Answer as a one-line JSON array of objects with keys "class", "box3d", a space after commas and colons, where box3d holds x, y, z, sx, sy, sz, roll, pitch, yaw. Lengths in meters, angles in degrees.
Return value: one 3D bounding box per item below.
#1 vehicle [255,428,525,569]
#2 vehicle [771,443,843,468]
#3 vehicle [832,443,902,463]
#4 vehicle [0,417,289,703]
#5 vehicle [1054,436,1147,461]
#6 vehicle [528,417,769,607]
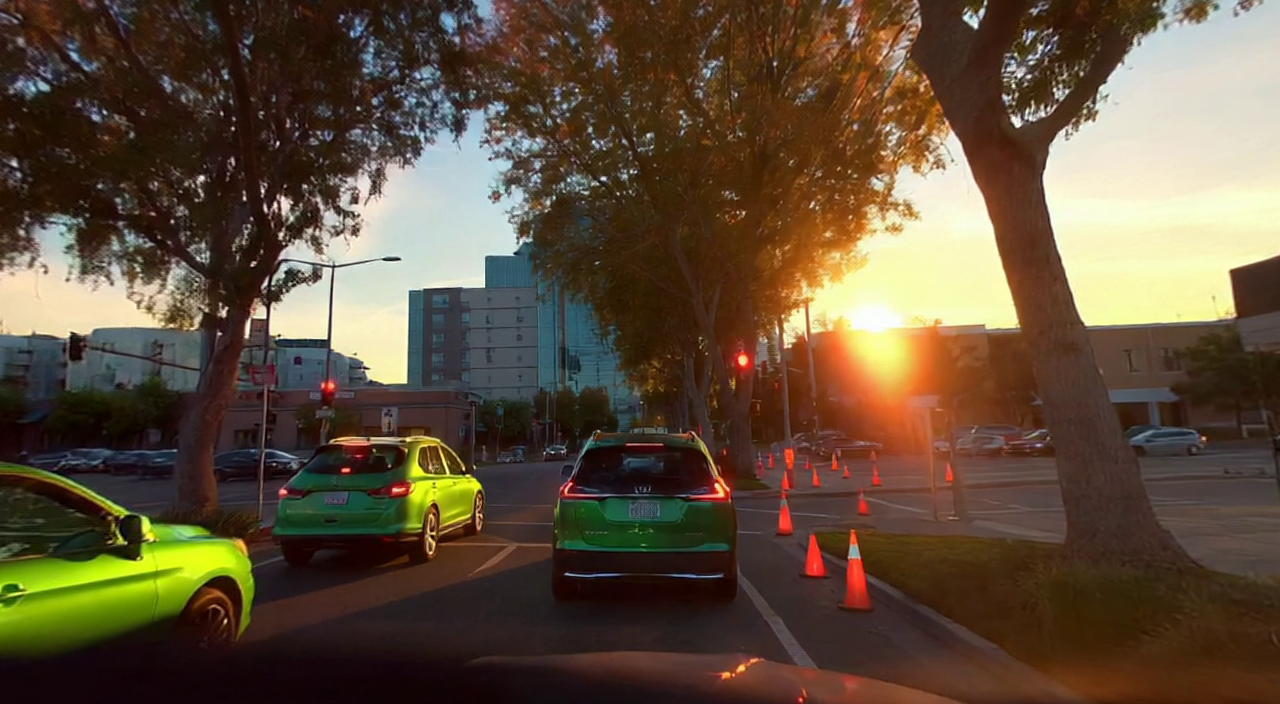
[{"class": "vehicle", "box3d": [-3.253, 1.999, 9.449, 1.989, 1.541, 4.626, 0, -9, 2]}, {"class": "vehicle", "box3d": [10.805, 6.723, 41.000, 4.380, 1.492, 1.837, -2, -9, 13]}, {"class": "vehicle", "box3d": [17.033, 7.590, 47.336, 4.581, 1.480, 1.752, 1, -9, -1]}, {"class": "vehicle", "box3d": [-3.581, 0.948, 2.144, 1.964, 1.497, 4.722, 0, -9, 1]}, {"class": "vehicle", "box3d": [29.418, 6.184, 40.318, 4.463, 1.482, 1.808, 0, -9, 1]}, {"class": "vehicle", "box3d": [0.118, 1.628, 7.210, 2.021, 1.560, 3.676, 0, -9, 1]}]
